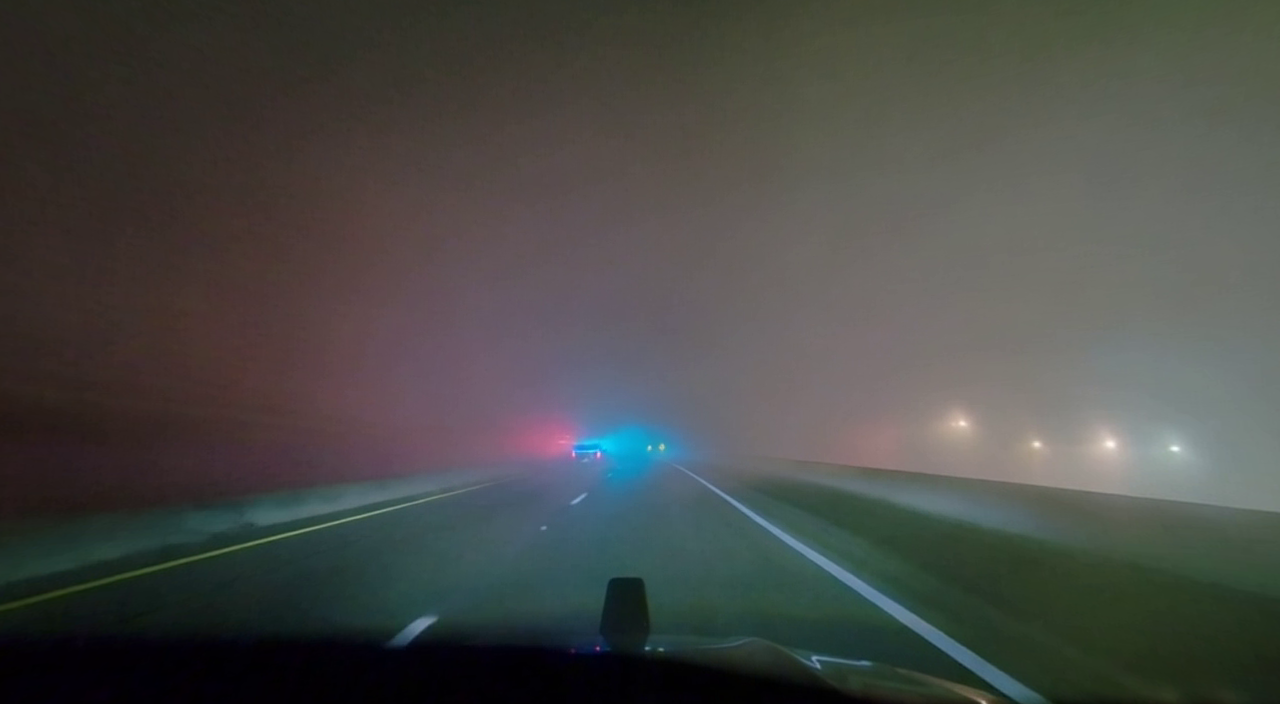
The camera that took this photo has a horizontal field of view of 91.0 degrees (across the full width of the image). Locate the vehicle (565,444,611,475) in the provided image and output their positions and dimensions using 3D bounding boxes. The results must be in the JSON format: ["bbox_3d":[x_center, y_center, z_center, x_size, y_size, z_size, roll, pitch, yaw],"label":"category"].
[{"bbox_3d":[-2.628,5.564,32.855,2.050,1.530,4.144,0,-8,0],"label":"vehicle"}]
